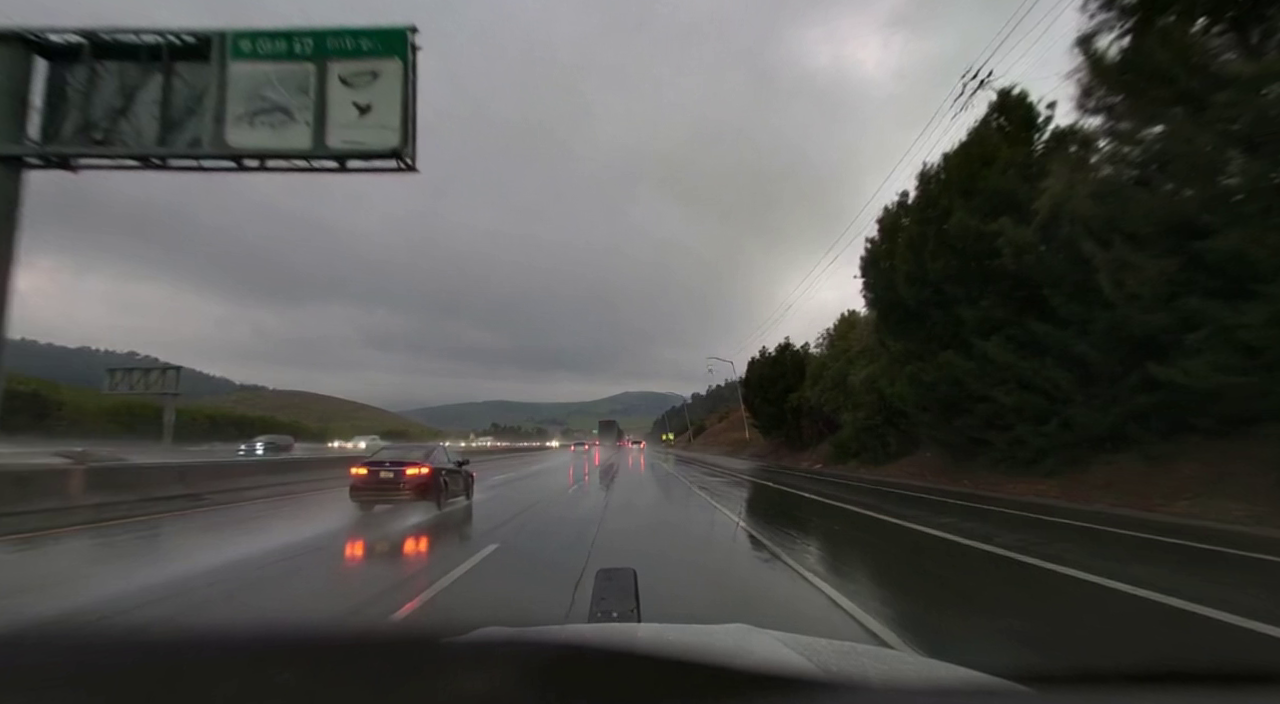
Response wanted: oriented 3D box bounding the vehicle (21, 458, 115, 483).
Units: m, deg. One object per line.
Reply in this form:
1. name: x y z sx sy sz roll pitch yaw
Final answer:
1. vehicle: -38.674 8.002 42.911 1.941 1.510 4.790 0 -9 -1

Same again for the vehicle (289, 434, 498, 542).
1. vehicle: -4.051 2.295 11.368 1.963 1.533 4.477 0 -9 0

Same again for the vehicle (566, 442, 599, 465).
1. vehicle: -4.060 7.245 45.111 2.038 1.533 4.103 0 -9 -1
